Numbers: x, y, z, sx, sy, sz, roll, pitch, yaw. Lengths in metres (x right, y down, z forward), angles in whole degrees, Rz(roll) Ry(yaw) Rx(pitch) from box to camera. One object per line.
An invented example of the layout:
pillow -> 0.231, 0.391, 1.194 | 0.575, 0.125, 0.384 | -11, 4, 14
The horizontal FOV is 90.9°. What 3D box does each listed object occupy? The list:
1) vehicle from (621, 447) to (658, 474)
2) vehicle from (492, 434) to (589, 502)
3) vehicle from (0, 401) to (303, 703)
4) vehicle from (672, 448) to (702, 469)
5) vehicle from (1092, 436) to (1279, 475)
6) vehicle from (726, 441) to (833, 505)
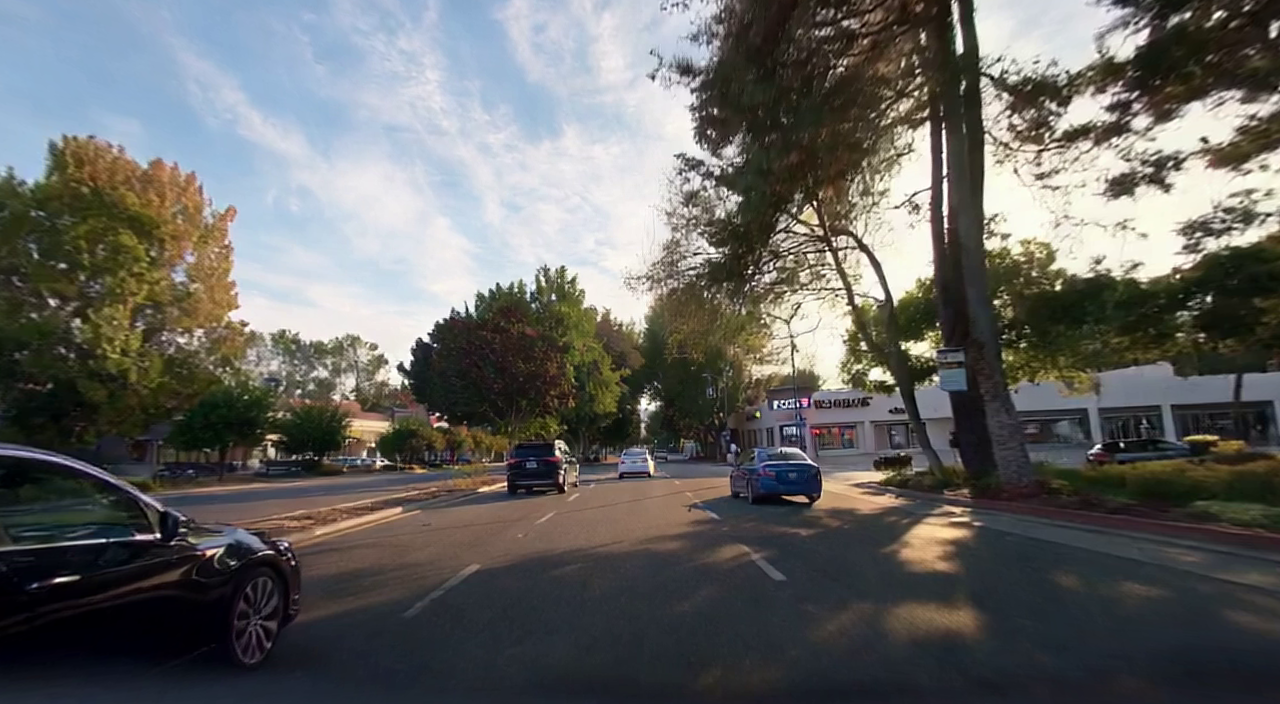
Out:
vehicle -> -0.030, 6.343, 36.951 | 2.069, 1.445, 3.965 | 0, -8, 0
vehicle -> -2.874, 3.477, 19.347 | 2.193, 1.788, 4.603 | 0, -8, 0
vehicle -> -2.933, 0.782, 1.179 | 1.956, 1.460, 4.802 | 0, -8, 0
vehicle -> 3.595, 8.186, 48.742 | 1.986, 1.494, 4.142 | 0, -8, -1
vehicle -> 19.797, 3.792, 23.067 | 4.938, 1.368, 1.842 | -1, -9, 4
vehicle -> 3.613, 3.210, 17.202 | 1.904, 1.490, 4.299 | 0, -8, -1
